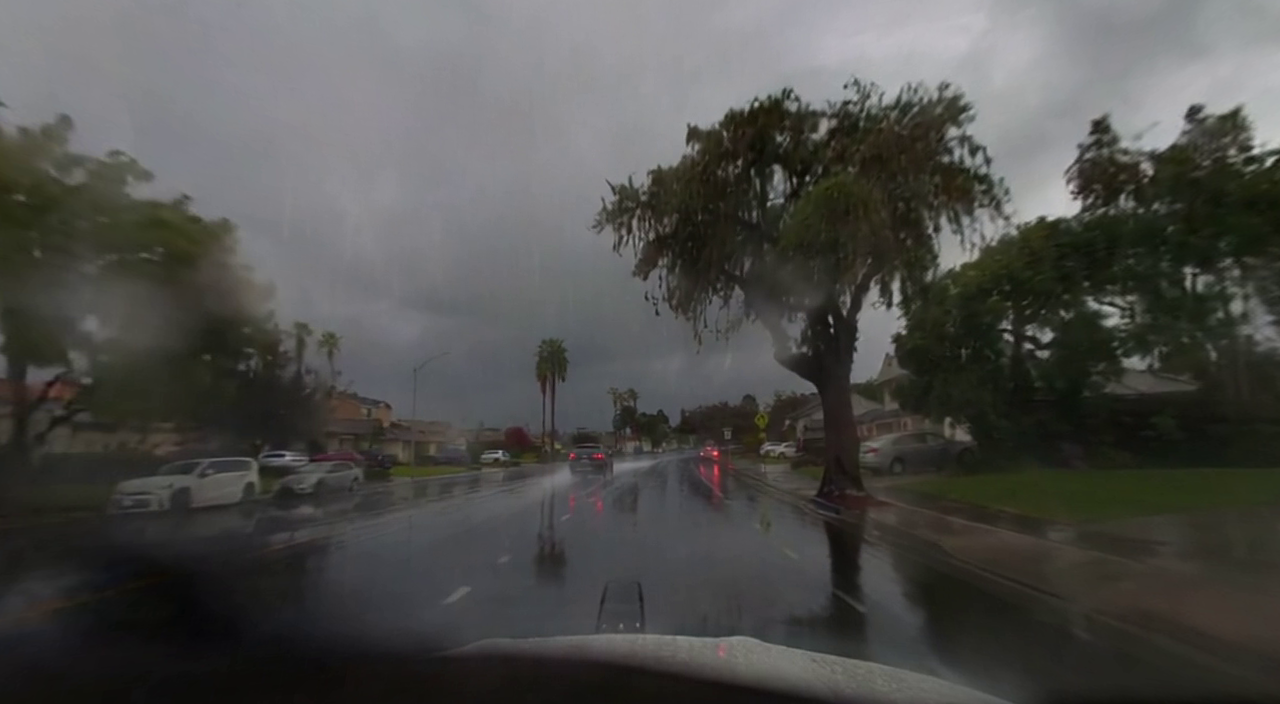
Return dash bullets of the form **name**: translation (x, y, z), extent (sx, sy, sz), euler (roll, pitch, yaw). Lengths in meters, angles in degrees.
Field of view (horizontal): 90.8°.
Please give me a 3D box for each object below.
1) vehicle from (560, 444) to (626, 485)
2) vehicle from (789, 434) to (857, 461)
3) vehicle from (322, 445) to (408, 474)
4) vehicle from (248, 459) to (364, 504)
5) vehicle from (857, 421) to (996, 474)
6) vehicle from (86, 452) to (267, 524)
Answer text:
- **vehicle**: translation (-1.756, 4.443, 25.243), extent (2.035, 1.474, 4.284), euler (0, -9, 4)
- **vehicle**: translation (13.464, 7.017, 46.429), extent (4.531, 1.864, 2.037), euler (4, -10, -26)
- **vehicle**: translation (-19.211, 7.497, 44.282), extent (4.942, 1.932, 2.247), euler (0, -9, -1)
- **vehicle**: translation (-13.013, 5.056, 24.982), extent (1.995, 1.482, 4.448), euler (-4, -10, 3)
- **vehicle**: translation (11.511, 3.927, 25.690), extent (4.549, 1.672, 2.008), euler (-5, -10, 3)
- **vehicle**: translation (-13.623, 3.970, 19.007), extent (1.895, 1.802, 4.454), euler (-3, -9, 3)
